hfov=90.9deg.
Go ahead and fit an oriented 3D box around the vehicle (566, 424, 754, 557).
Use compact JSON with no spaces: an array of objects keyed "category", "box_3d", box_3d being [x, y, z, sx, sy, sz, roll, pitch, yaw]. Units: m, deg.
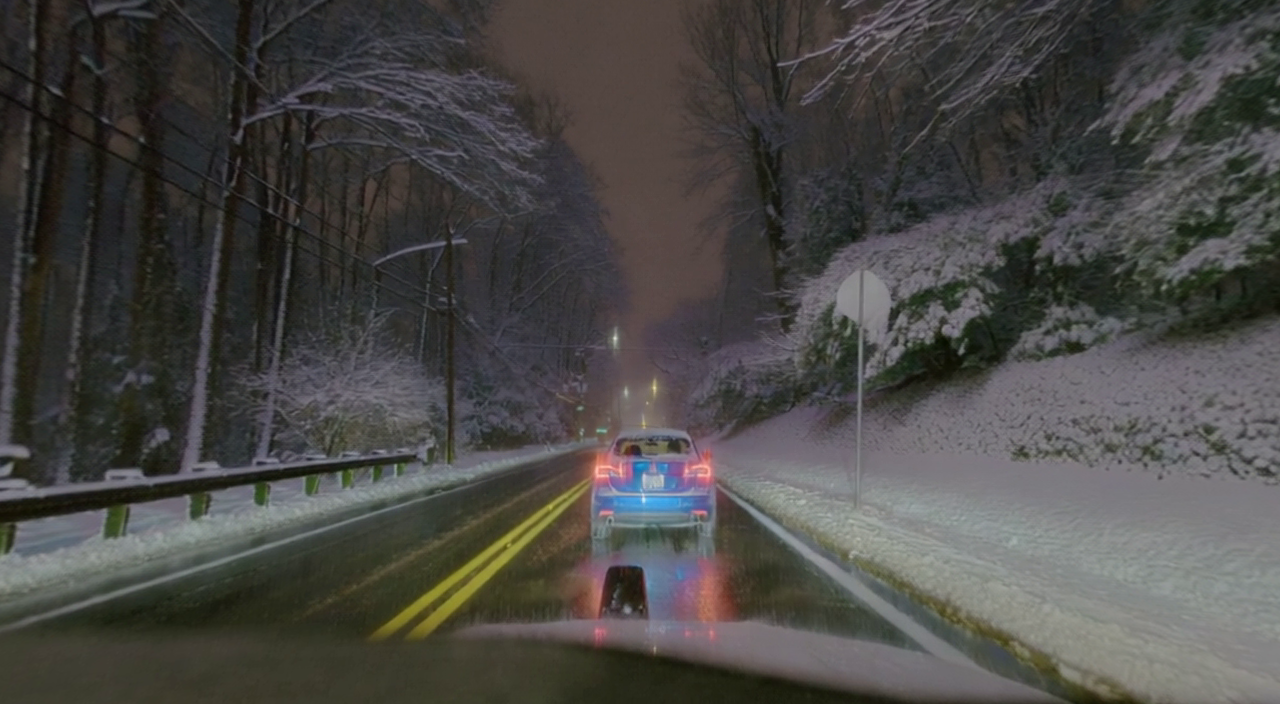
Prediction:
[{"category":"vehicle","box_3d":[0.259,1.896,9.282,2.187,1.533,3.726,0,-8,1]}]
